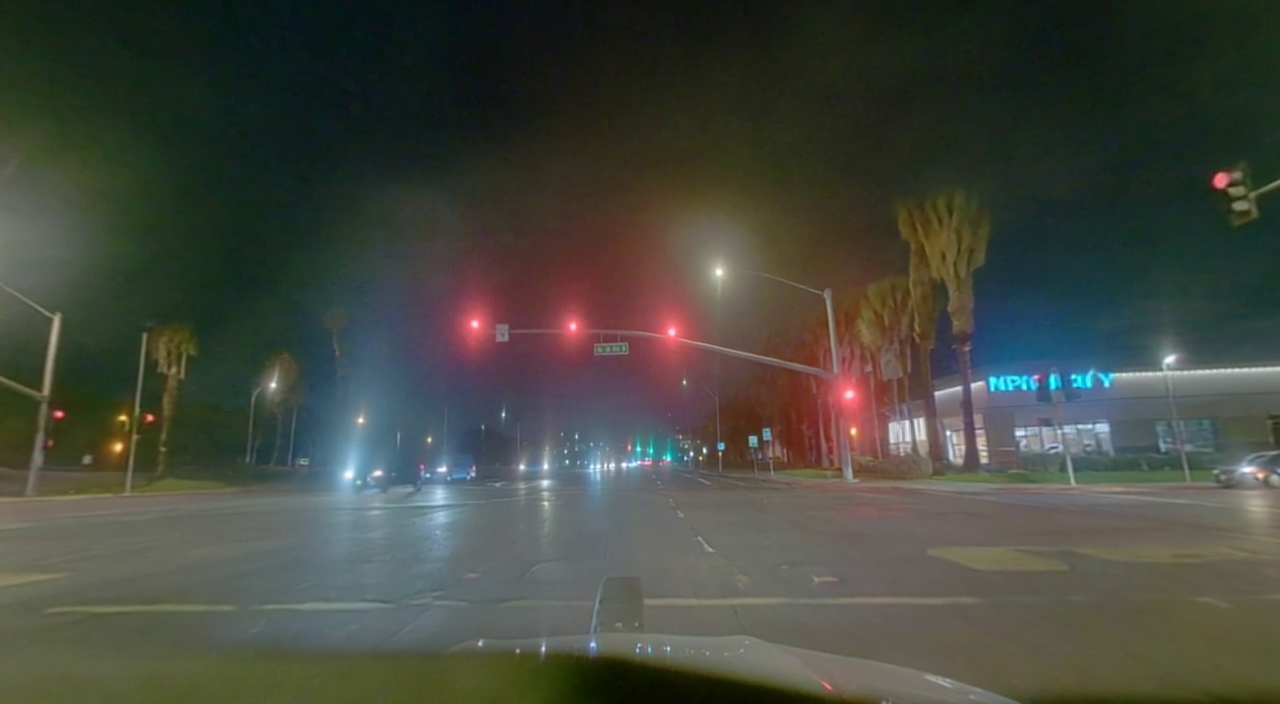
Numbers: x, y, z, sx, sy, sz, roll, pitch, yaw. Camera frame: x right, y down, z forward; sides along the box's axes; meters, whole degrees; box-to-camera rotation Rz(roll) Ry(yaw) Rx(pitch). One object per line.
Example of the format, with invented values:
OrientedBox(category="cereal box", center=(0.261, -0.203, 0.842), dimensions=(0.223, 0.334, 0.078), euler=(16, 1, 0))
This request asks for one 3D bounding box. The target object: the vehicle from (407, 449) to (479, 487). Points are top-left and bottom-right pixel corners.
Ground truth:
OrientedBox(category="vehicle", center=(-9.583, 5.660, 31.151), dimensions=(2.074, 1.681, 4.417), euler=(0, -9, 0))

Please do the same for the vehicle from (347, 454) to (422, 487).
OrientedBox(category="vehicle", center=(-13.756, 6.386, 34.381), dimensions=(1.995, 1.632, 4.609), euler=(0, -9, 2))
